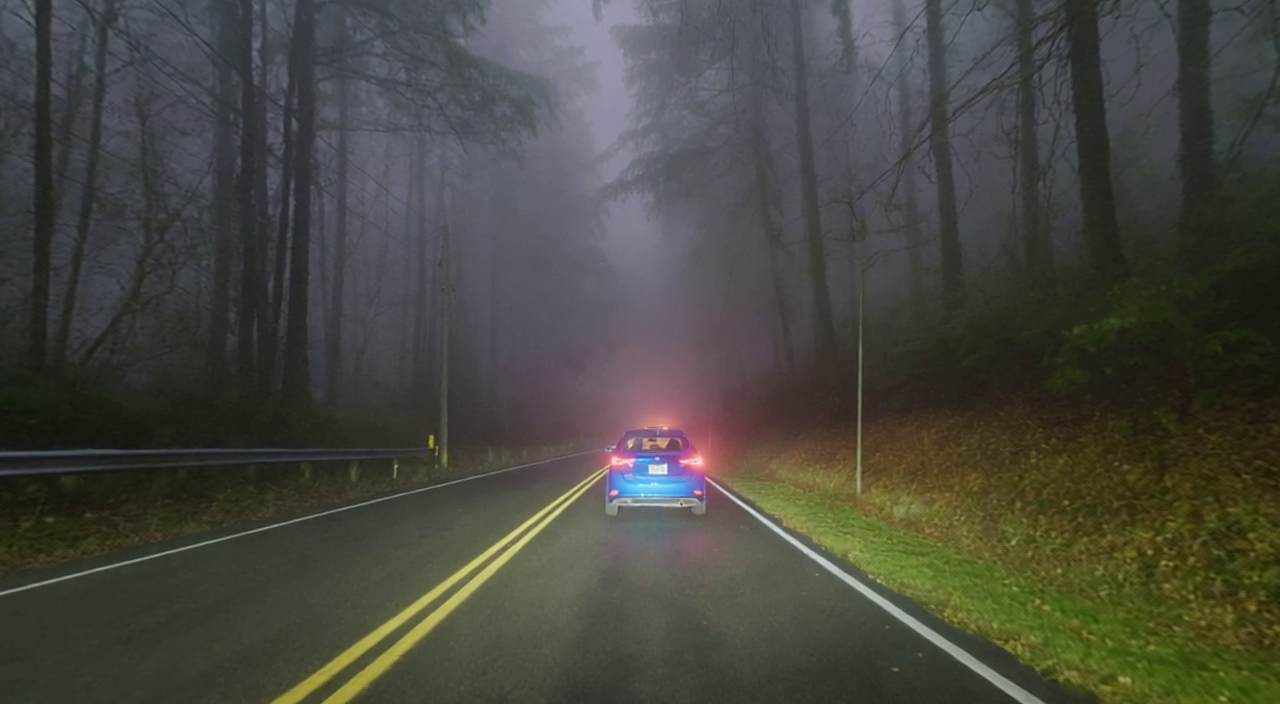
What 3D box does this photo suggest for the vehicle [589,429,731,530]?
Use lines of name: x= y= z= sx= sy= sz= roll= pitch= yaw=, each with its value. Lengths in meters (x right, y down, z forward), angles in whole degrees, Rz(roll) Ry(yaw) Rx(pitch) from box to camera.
vehicle: x=0.320 y=2.255 z=11.671 sx=2.187 sy=1.533 sz=3.726 roll=0 pitch=-8 yaw=0
